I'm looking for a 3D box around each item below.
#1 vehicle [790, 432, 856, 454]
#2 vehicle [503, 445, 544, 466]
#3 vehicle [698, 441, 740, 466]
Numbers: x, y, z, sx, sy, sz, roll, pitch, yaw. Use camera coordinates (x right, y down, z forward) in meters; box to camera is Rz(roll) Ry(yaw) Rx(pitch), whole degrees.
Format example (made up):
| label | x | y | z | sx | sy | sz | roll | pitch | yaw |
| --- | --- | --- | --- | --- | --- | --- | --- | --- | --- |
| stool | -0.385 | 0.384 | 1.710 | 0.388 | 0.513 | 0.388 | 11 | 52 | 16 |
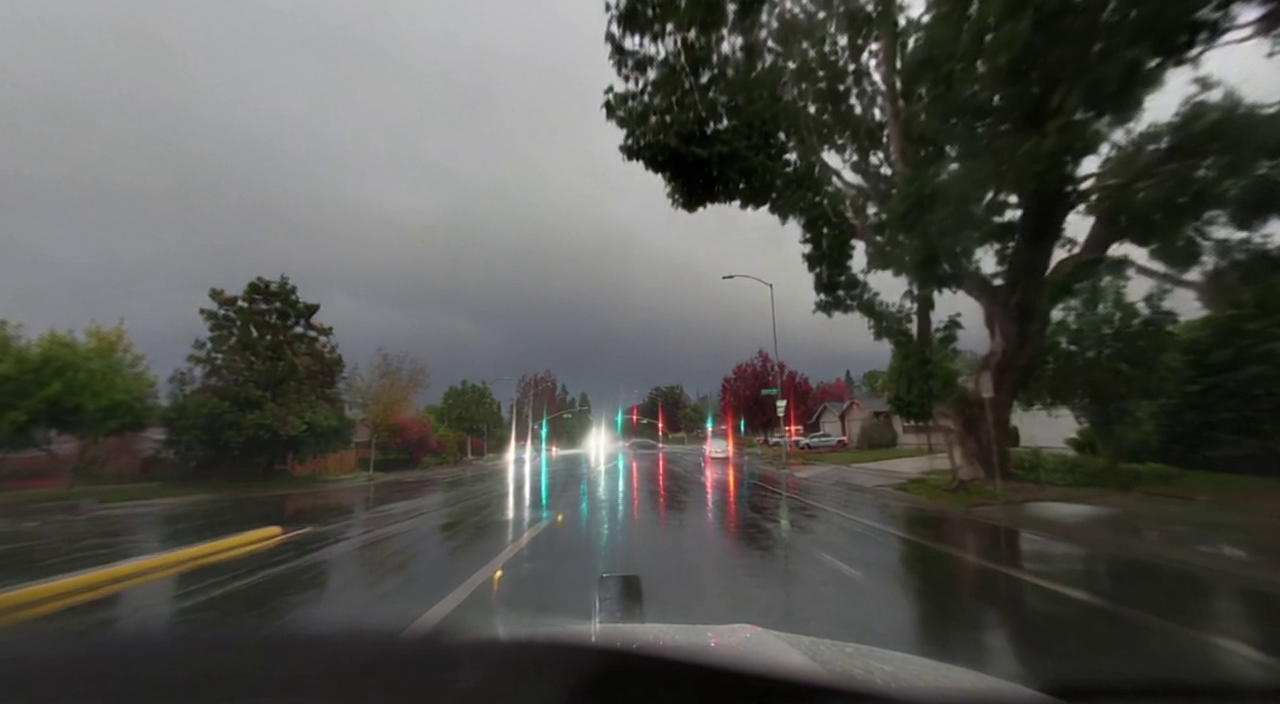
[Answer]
| label | x | y | z | sx | sy | sz | roll | pitch | yaw |
| --- | --- | --- | --- | --- | --- | --- | --- | --- | --- |
| vehicle | 13.148 | 6.567 | 45.597 | 4.164 | 1.470 | 1.921 | 0 | -6 | 2 |
| vehicle | -9.037 | 8.037 | 49.282 | 2.067 | 1.491 | 4.807 | -1 | -8 | 3 |
| vehicle | 4.899 | 6.351 | 39.744 | 1.917 | 1.440 | 4.335 | 0 | -8 | -2 |
